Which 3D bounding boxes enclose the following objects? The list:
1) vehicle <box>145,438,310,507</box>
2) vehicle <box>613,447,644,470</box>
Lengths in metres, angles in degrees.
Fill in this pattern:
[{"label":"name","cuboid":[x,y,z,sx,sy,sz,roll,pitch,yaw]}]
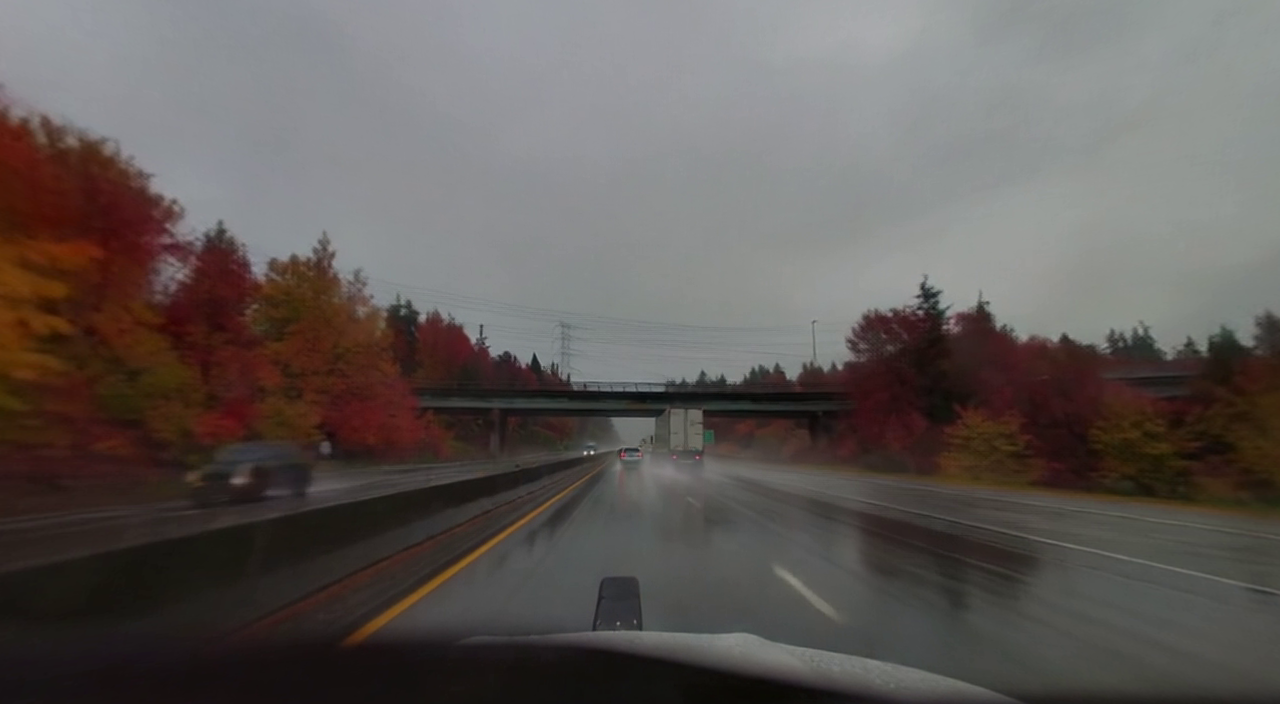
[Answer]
[{"label":"vehicle","cuboid":[-13.433,3.931,20.917,2.127,1.971,4.852,0,-9,0]},{"label":"vehicle","cuboid":[-0.771,7.164,42.290,1.961,1.454,3.755,0,-9,-1]}]
